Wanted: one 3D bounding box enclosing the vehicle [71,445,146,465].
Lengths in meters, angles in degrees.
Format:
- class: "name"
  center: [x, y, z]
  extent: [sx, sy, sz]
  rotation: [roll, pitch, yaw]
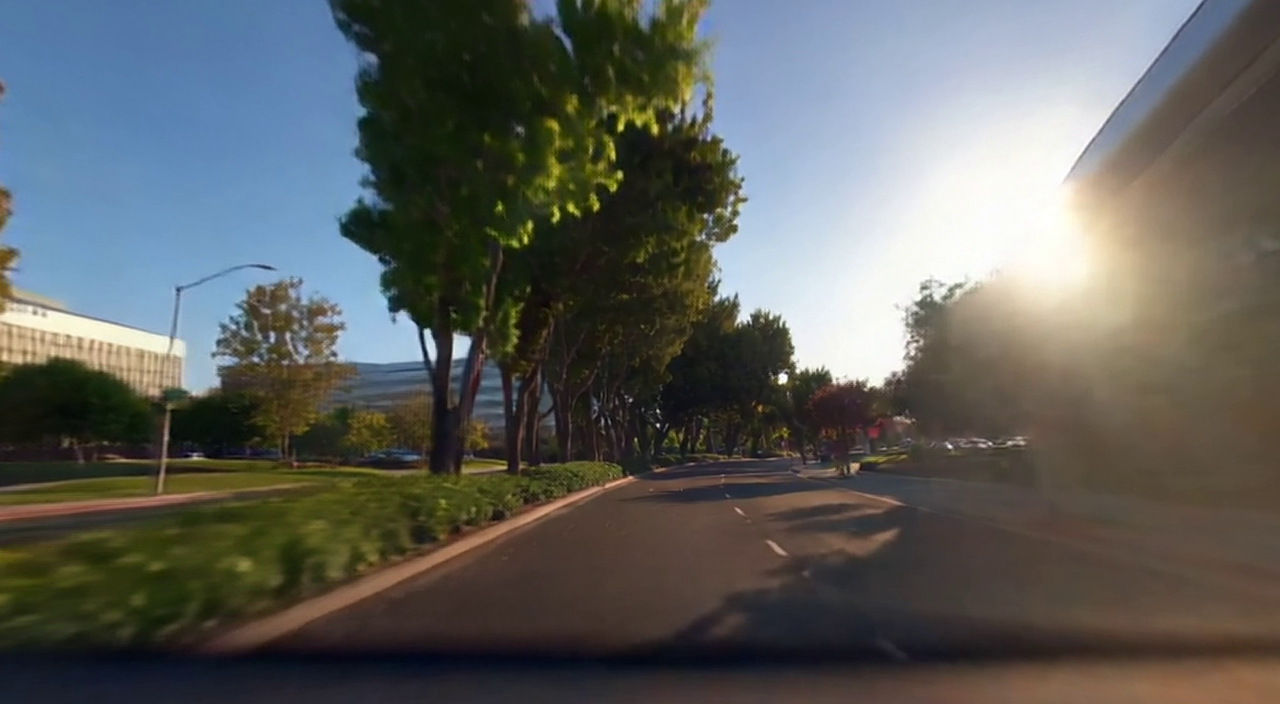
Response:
- class: "vehicle"
  center: [-42.072, 8.150, 49.934]
  extent: [4.097, 1.583, 1.995]
  rotation: [0, -8, 0]
